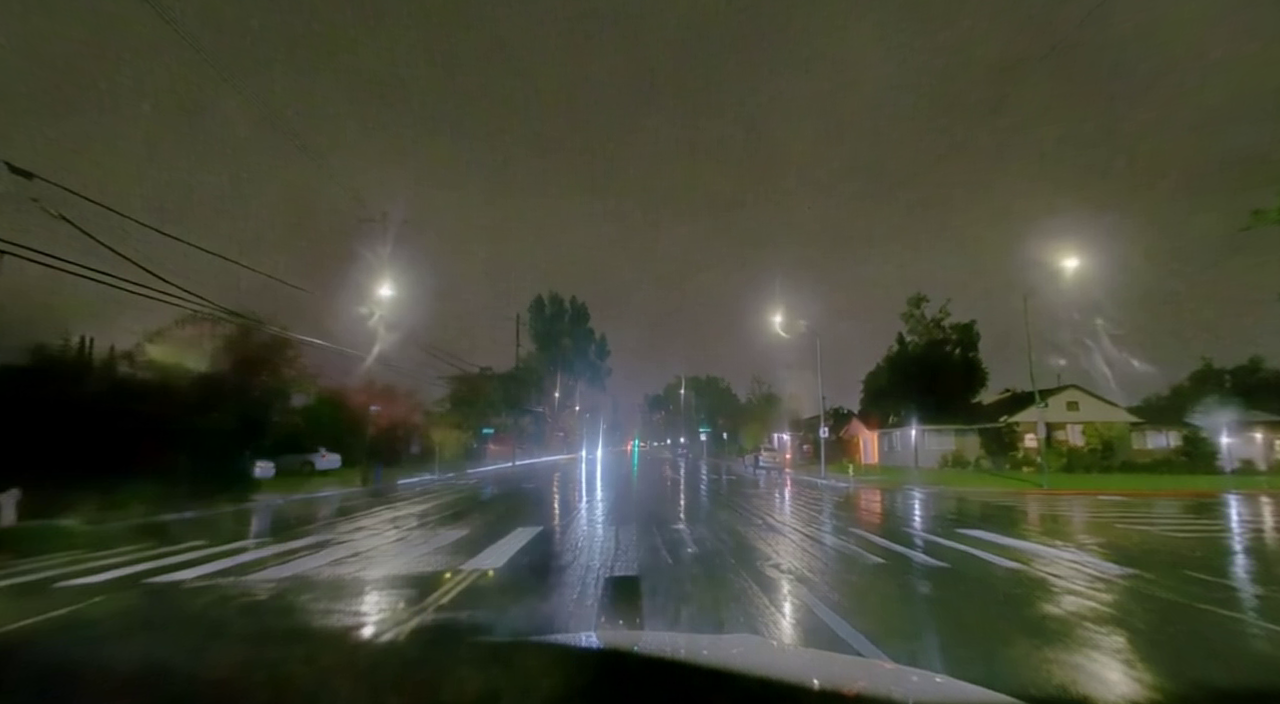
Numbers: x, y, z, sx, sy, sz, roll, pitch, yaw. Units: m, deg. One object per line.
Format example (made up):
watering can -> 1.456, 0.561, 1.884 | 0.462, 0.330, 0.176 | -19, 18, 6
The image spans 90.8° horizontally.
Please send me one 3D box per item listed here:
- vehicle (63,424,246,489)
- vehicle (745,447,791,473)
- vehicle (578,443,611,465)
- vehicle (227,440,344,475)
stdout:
vehicle -> -17.918, 3.872, 23.551 | 4.800, 2.259, 2.303 | 0, -9, -1
vehicle -> 7.999, 6.802, 39.923 | 2.029, 1.554, 4.705 | 0, -9, 1
vehicle -> -3.164, 7.139, 44.247 | 2.014, 1.499, 3.999 | 0, -9, 0
vehicle -> -17.953, 5.362, 32.179 | 4.743, 1.734, 1.994 | 0, -9, 0
